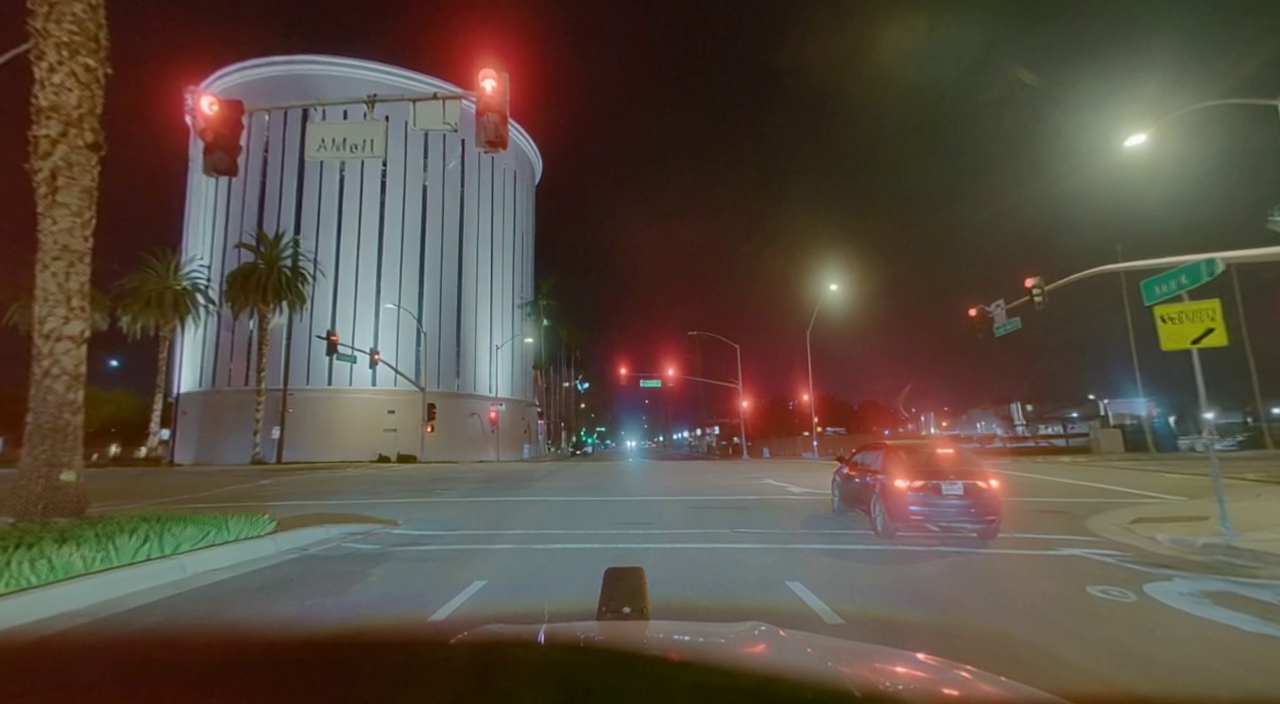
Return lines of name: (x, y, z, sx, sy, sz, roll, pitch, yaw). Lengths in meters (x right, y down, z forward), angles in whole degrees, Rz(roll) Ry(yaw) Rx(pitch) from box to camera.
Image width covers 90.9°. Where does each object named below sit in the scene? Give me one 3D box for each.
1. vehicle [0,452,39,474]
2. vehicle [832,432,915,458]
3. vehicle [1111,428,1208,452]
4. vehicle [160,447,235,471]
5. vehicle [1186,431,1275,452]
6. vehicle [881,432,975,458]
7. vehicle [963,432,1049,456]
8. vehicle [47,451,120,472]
vehicle: (-47.884, 8.292, 47.282, 3.786, 1.555, 1.702, 0, -8, 2)
vehicle: (15.171, 6.074, 41.124, 4.648, 1.665, 1.910, 0, -8, -1)
vehicle: (33.289, 5.678, 40.467, 4.567, 1.458, 1.791, 0, -8, 2)
vehicle: (-33.053, 7.980, 47.108, 4.136, 1.661, 1.857, 0, -8, 1)
vehicle: (42.261, 6.423, 45.154, 4.437, 1.469, 1.811, 0, -8, 0)
vehicle: (17.055, 5.529, 37.403, 4.684, 1.461, 1.777, 0, -8, -1)
vehicle: (23.682, 5.982, 40.894, 4.423, 1.465, 1.798, 0, -8, 0)
vehicle: (-41.575, 8.182, 47.152, 3.698, 1.467, 1.779, 0, -8, 0)
